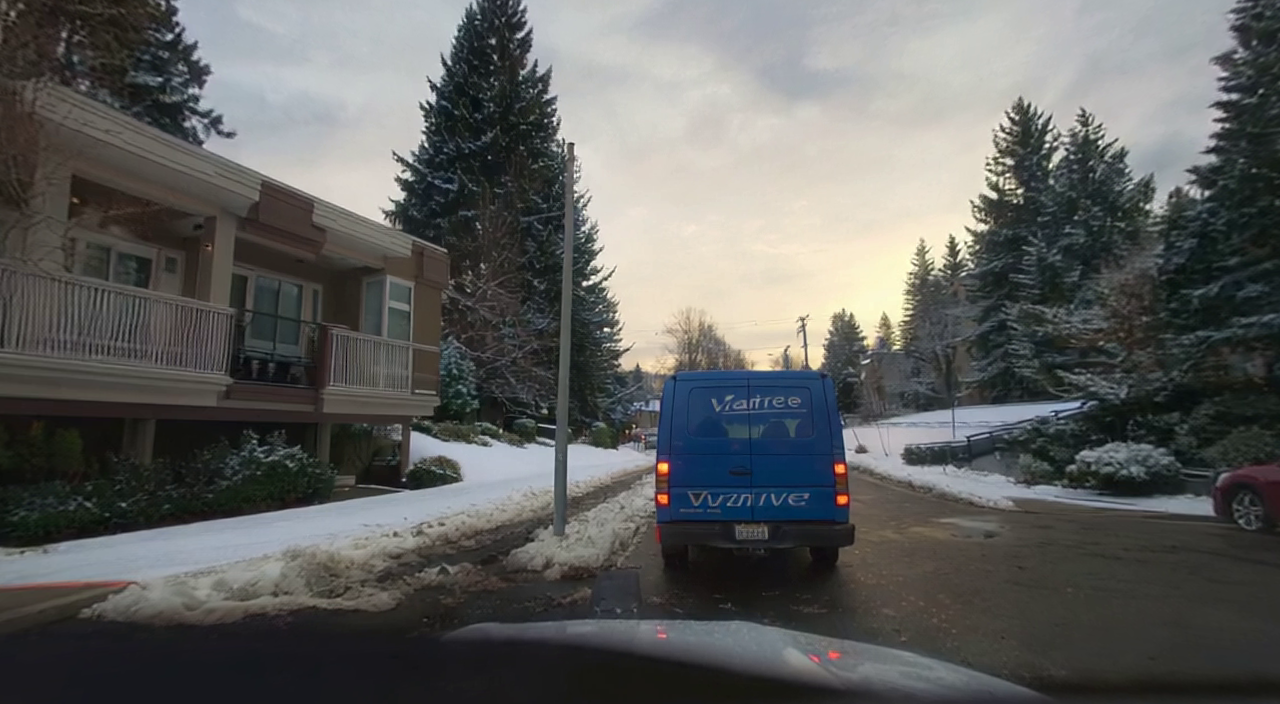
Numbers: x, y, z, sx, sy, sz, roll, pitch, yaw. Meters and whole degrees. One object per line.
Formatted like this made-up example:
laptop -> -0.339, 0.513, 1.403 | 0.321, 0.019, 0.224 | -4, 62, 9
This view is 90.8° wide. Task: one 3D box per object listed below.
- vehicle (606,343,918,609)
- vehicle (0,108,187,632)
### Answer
vehicle -> 1.165, 1.403, 8.006 | 2.418, 2.078, 5.866 | -1, -9, 4
vehicle -> -6.654, -0.426, 0.827 | 2.998, 3.659, 10.517 | -2, -9, 10
